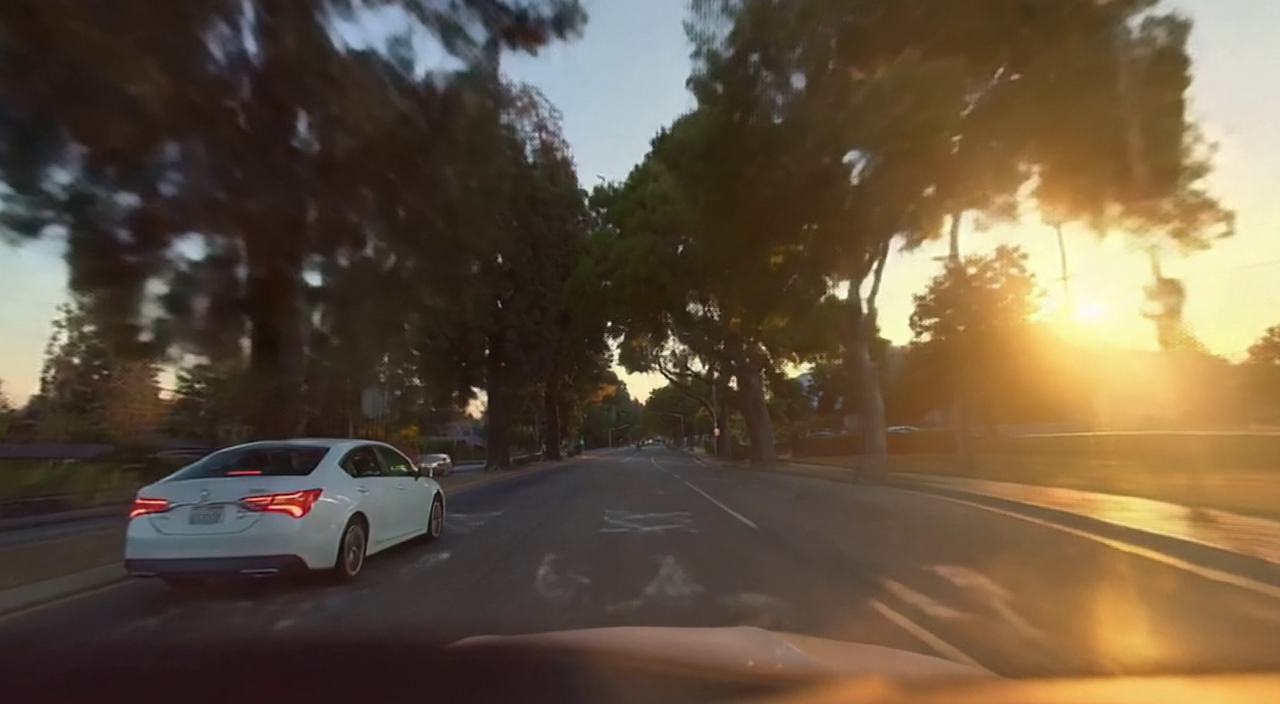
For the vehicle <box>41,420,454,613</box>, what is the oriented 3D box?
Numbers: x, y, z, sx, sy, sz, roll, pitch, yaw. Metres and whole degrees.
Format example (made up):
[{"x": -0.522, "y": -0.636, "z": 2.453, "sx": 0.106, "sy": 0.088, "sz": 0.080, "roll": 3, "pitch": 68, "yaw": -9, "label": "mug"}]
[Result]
[{"x": -3.806, "y": 1.641, "z": 7.280, "sx": 1.915, "sy": 1.521, "sz": 4.283, "roll": 0, "pitch": -9, "yaw": 1, "label": "vehicle"}]
